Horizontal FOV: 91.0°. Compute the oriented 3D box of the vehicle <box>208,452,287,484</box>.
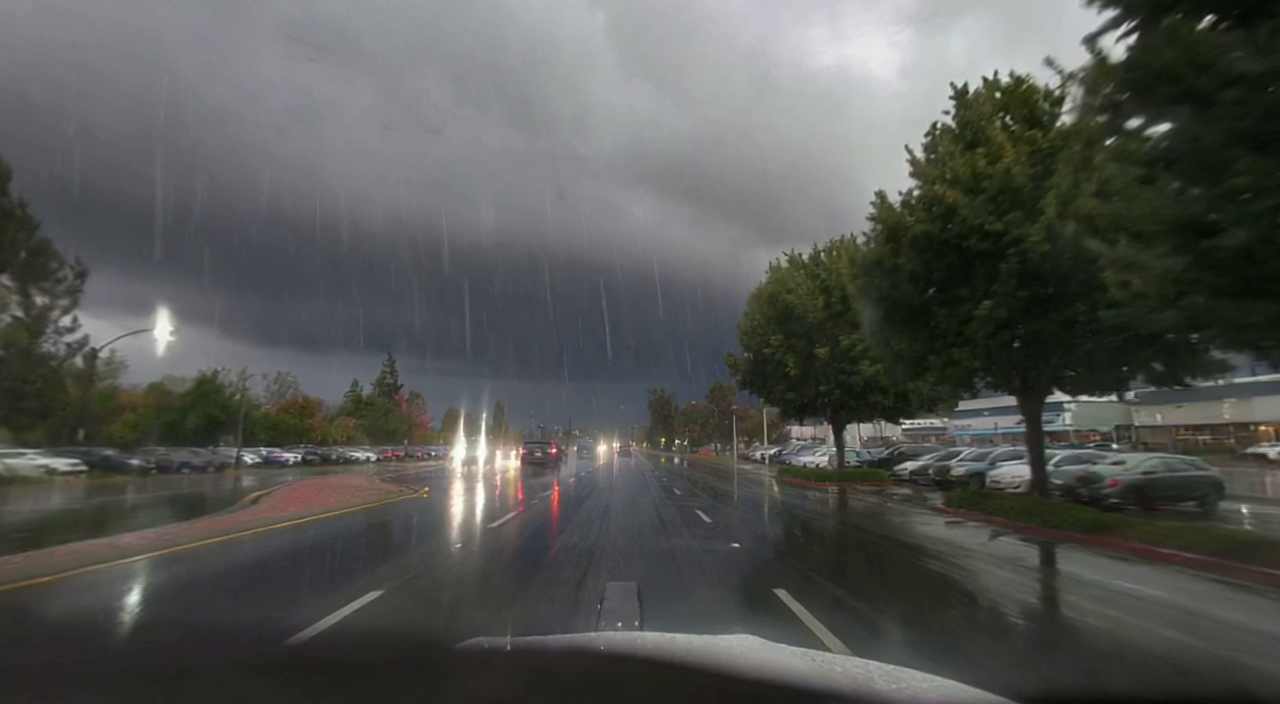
[{"bbox_3d":[-23.928,7.048,38.611,1.953,1.789,4.591,0,-9,-2],"label":"vehicle"}]

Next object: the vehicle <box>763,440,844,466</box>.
[{"bbox_3d":[11.783,7.286,45.498,5.426,1.811,2.193,-2,-9,15],"label":"vehicle"}]

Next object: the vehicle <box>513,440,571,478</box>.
[{"bbox_3d":[-4.566,5.063,30.016,2.109,1.672,4.256,0,-9,-1],"label":"vehicle"}]

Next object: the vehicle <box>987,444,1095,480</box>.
[{"bbox_3d":[18.753,5.177,29.740,1.937,1.493,4.612,-2,-9,-2],"label":"vehicle"}]

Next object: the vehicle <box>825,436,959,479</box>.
[{"bbox_3d":[11.843,4.923,29.724,5.519,1.836,2.138,-5,-10,31],"label":"vehicle"}]

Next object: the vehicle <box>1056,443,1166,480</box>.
[{"bbox_3d":[22.006,5.152,29.625,1.914,1.503,4.226,-3,-10,2],"label":"vehicle"}]

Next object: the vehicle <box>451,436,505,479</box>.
[{"bbox_3d":[-8.005,5.133,30.785,2.123,1.864,5.553,2,-9,-18],"label":"vehicle"}]

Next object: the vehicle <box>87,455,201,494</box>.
[{"bbox_3d":[-23.439,5.768,30.002,1.848,1.607,4.570,1,-9,-3],"label":"vehicle"}]

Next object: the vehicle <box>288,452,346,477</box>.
[{"bbox_3d":[-23.930,8.324,46.882,1.938,1.691,4.696,0,-9,-2],"label":"vehicle"}]

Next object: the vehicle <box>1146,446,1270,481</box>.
[{"bbox_3d":[26.918,5.330,30.037,1.933,1.489,4.080,-1,-10,-3],"label":"vehicle"}]
